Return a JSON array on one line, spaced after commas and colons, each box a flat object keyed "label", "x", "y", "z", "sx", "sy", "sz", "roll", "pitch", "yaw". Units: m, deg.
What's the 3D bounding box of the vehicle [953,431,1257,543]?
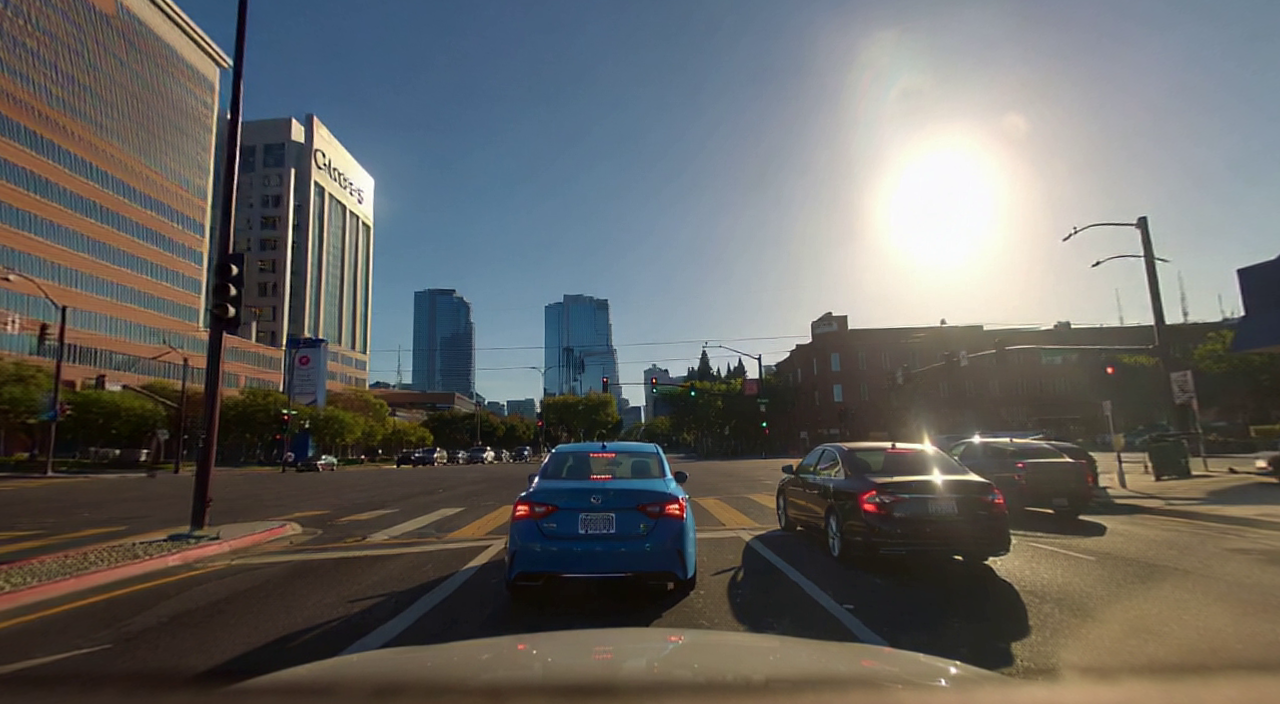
[{"label": "vehicle", "x": 7.443, "y": 2.164, "z": 10.787, "sx": 1.908, "sy": 1.517, "sz": 4.182, "roll": 0, "pitch": -8, "yaw": -1}]

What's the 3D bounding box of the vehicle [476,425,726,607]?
[{"label": "vehicle", "x": -0.369, "y": 1.653, "z": 7.287, "sx": 2.059, "sy": 1.477, "sz": 3.988, "roll": 0, "pitch": -8, "yaw": -1}]

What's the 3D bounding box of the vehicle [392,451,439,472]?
[{"label": "vehicle", "x": -17.141, "y": 8.335, "z": 48.373, "sx": 2.048, "sy": 1.463, "sz": 4.530, "roll": 0, "pitch": -8, "yaw": -1}]

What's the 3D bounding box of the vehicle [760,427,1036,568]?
[{"label": "vehicle", "x": 3.214, "y": 1.887, "z": 8.970, "sx": 2.042, "sy": 1.508, "sz": 4.109, "roll": 0, "pitch": -8, "yaw": -2}]
